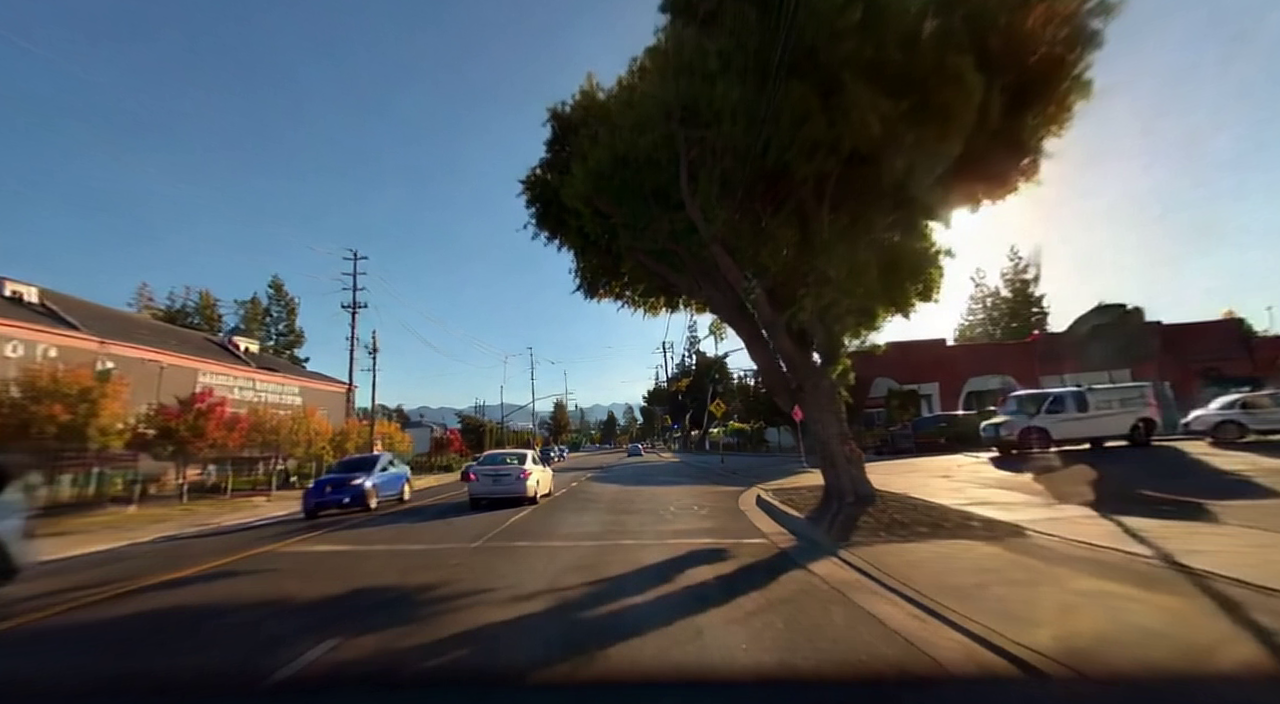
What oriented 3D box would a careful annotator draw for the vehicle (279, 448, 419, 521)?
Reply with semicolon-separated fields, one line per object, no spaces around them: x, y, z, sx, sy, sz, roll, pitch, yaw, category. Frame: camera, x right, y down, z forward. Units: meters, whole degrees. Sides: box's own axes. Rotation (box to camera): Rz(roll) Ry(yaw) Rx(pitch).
-8.041;3.639;17.986;1.956;1.751;4.354;0;-8;-1;vehicle

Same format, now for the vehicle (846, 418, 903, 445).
14.388;4.963;38.954;1.835;1.549;4.178;0;-8;-1;vehicle

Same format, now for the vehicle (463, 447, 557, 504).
-3.732;3.602;18.950;1.943;1.455;4.414;0;-8;-1;vehicle

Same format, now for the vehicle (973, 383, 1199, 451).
13.934;2.120;20.094;5.266;2.021;2.329;-1;-8;4;vehicle

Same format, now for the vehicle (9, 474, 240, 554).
-12.395;3.874;15.693;1.935;1.463;4.449;0;-8;1;vehicle

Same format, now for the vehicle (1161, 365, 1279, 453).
19.737;1.783;19.297;4.982;2.516;2.697;-2;-9;12;vehicle

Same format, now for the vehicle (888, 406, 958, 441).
17.445;4.504;39.218;2.014;2.048;4.717;0;-8;-2;vehicle
